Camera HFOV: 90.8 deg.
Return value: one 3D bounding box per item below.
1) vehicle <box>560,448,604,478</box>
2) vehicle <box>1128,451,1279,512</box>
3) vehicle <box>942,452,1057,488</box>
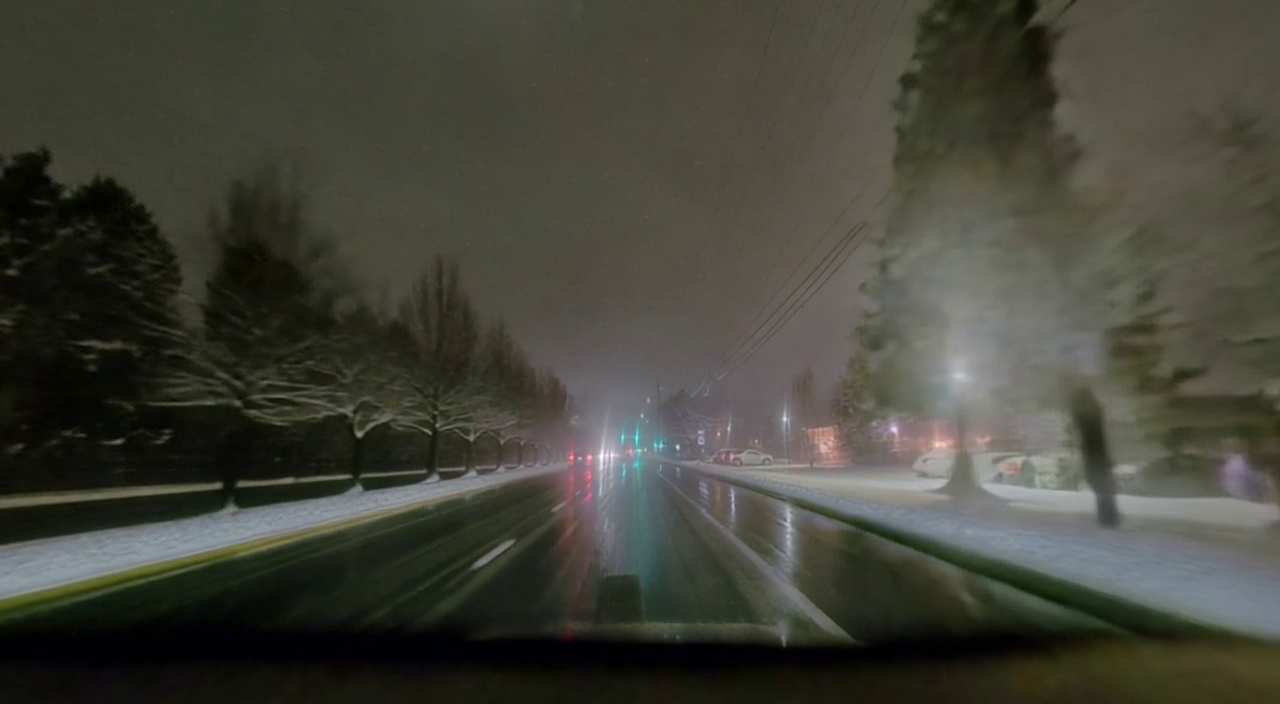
[{"bbox_3d":[-3.203,6.202,35.562,2.030,1.550,3.925,0,-9,1],"label":"vehicle"},{"bbox_3d":[16.906,3.663,18.195,4.182,1.561,2.000,1,-9,-8],"label":"vehicle"},{"bbox_3d":[16.270,5.316,28.680,4.226,1.499,1.943,2,-9,-12],"label":"vehicle"}]
